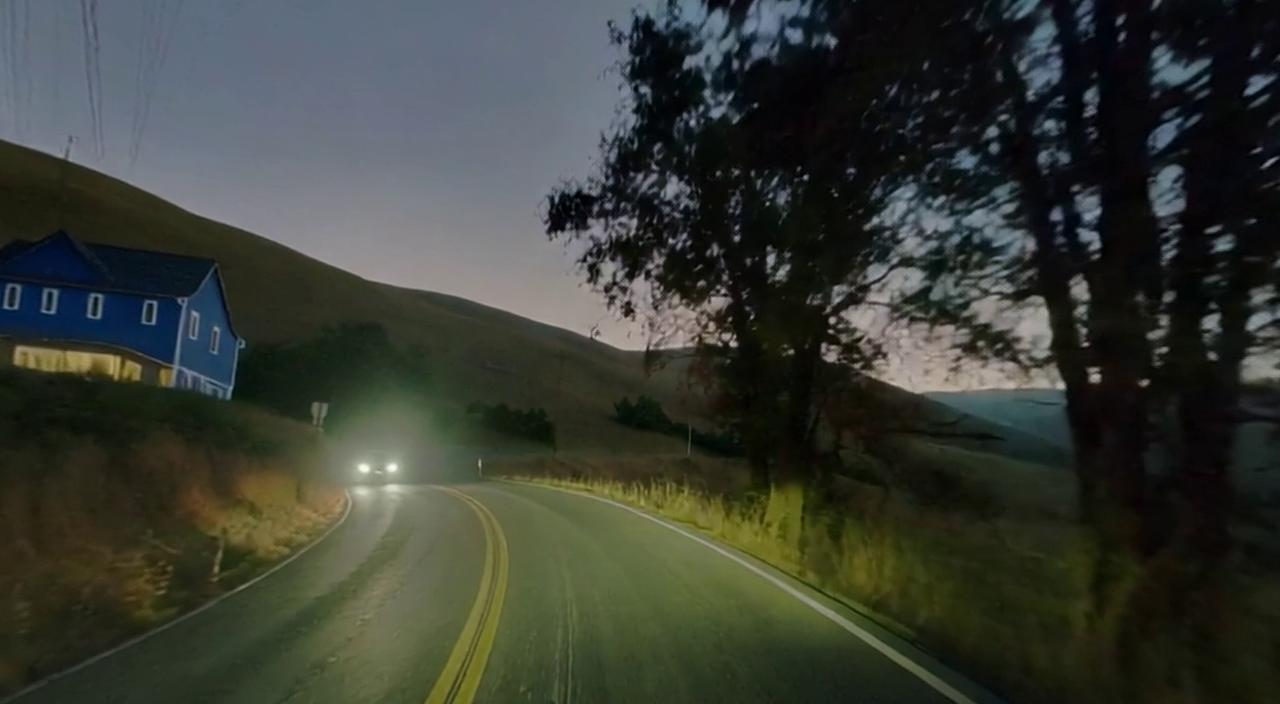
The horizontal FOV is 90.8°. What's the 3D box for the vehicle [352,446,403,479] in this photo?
[{"bbox_3d":[-12.979,5.385,31.093,2.063,1.485,3.997,4,-9,-25],"label":"vehicle"}]
